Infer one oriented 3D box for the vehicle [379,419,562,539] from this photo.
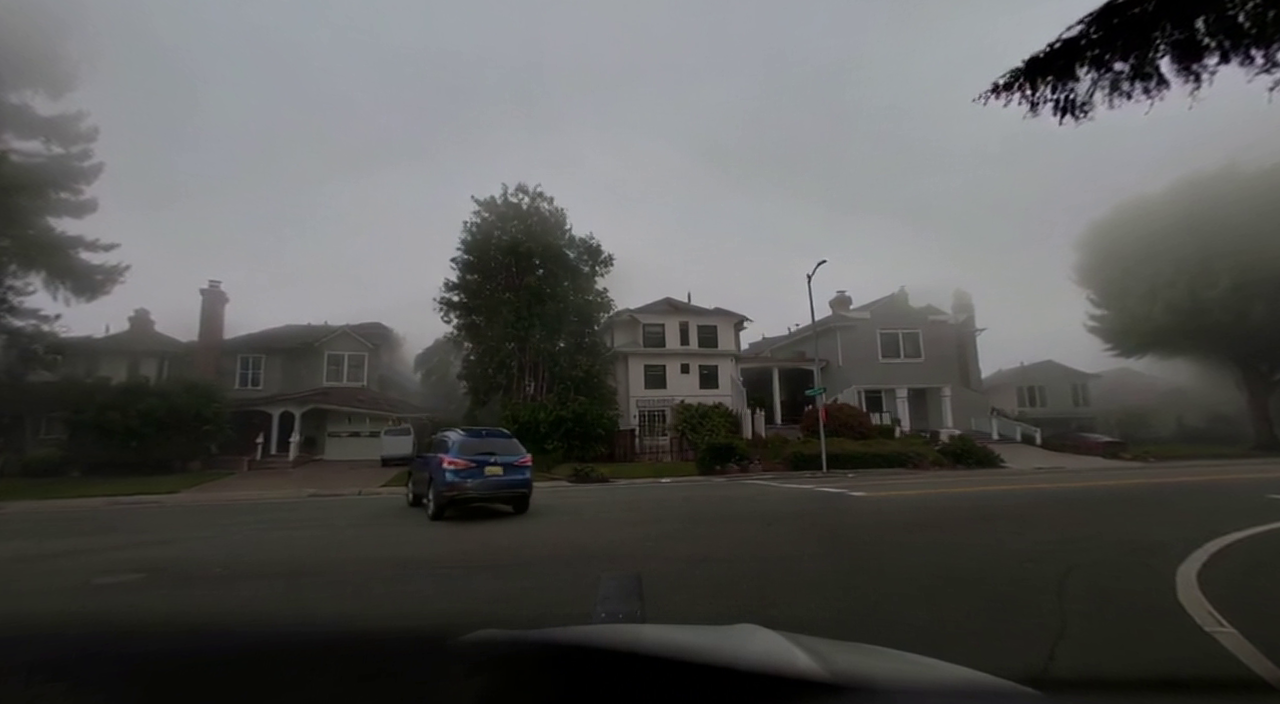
[{"bbox_3d":[-3.237,2.170,11.412,2.145,1.695,4.210,5,-10,-29],"label":"vehicle"}]
